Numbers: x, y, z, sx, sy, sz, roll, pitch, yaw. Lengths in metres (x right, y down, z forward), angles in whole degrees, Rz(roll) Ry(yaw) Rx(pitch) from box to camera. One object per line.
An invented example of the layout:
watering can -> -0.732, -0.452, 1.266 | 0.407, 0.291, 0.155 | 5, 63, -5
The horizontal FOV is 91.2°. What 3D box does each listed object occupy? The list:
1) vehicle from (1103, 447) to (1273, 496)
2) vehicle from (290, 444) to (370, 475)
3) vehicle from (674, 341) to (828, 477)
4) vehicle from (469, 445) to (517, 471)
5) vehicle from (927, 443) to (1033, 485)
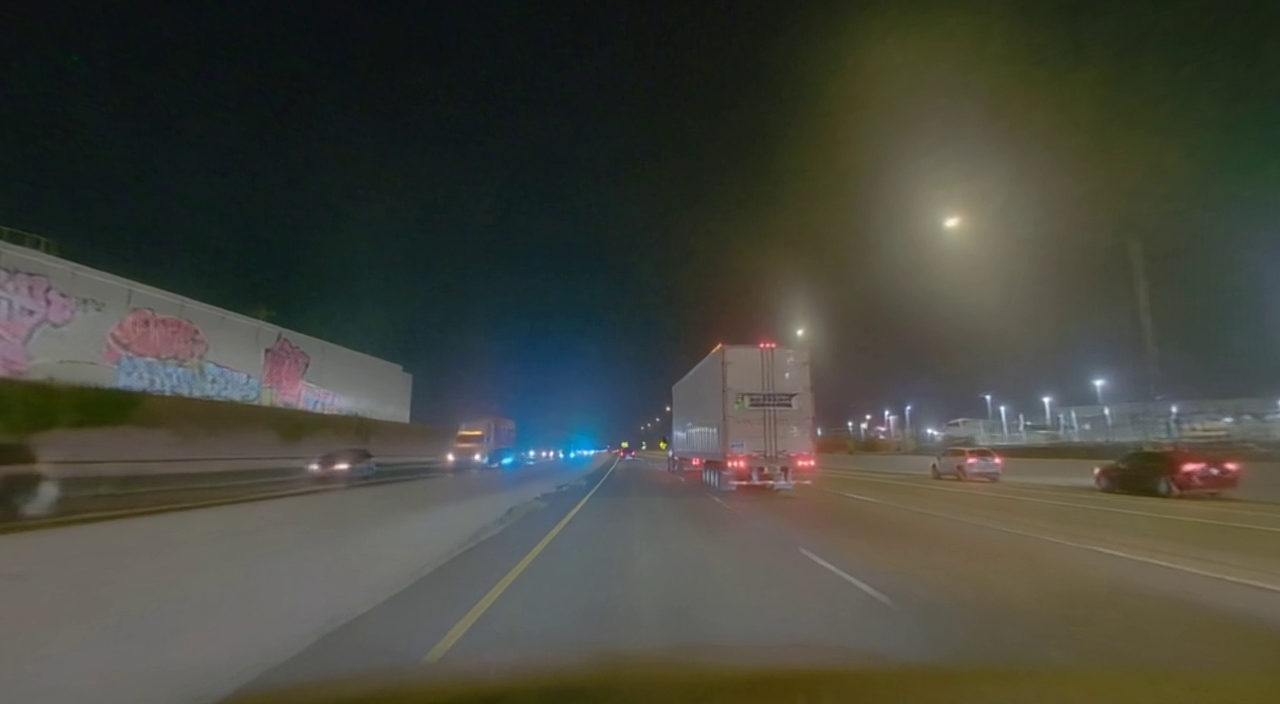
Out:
vehicle -> 18.833, 4.077, 21.879 | 1.811, 1.499, 4.472 | 0, -9, -1
vehicle -> -16.226, 5.648, 33.106 | 1.912, 1.482, 4.676 | 0, -9, -1
vehicle -> 3.953, 3.145, 28.636 | 3.317, 4.314, 17.803 | 0, -9, -2
vehicle -> -8.968, 6.492, 38.473 | 1.977, 1.494, 4.096 | 0, -9, 0
vehicle -> 14.608, 4.798, 27.264 | 2.107, 1.648, 4.324 | 0, -9, -1
